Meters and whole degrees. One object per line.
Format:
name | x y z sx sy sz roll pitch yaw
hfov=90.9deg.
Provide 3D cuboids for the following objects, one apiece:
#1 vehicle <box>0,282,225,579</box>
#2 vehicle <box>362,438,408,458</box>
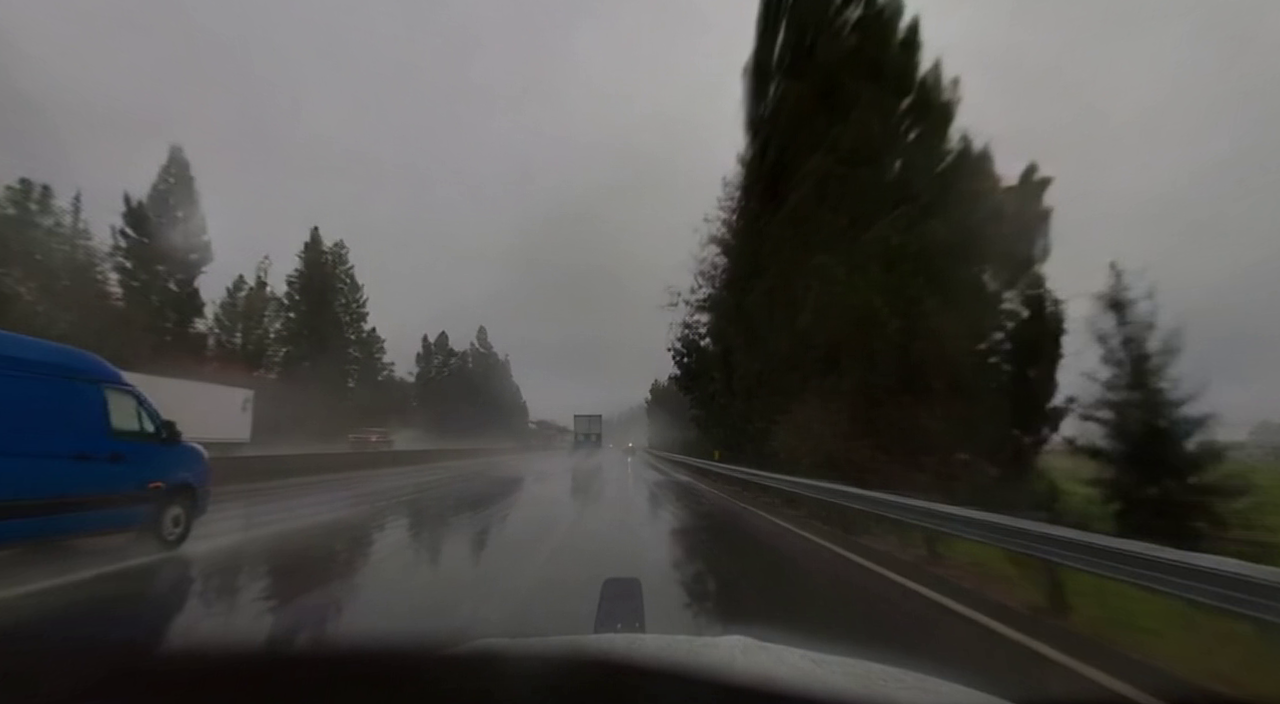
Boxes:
vehicle | -7.191 0.687 5.564 2.396 2.763 6.935 0 -8 -1
vehicle | -19.303 7.254 47.892 1.973 1.400 3.948 0 -8 -1
